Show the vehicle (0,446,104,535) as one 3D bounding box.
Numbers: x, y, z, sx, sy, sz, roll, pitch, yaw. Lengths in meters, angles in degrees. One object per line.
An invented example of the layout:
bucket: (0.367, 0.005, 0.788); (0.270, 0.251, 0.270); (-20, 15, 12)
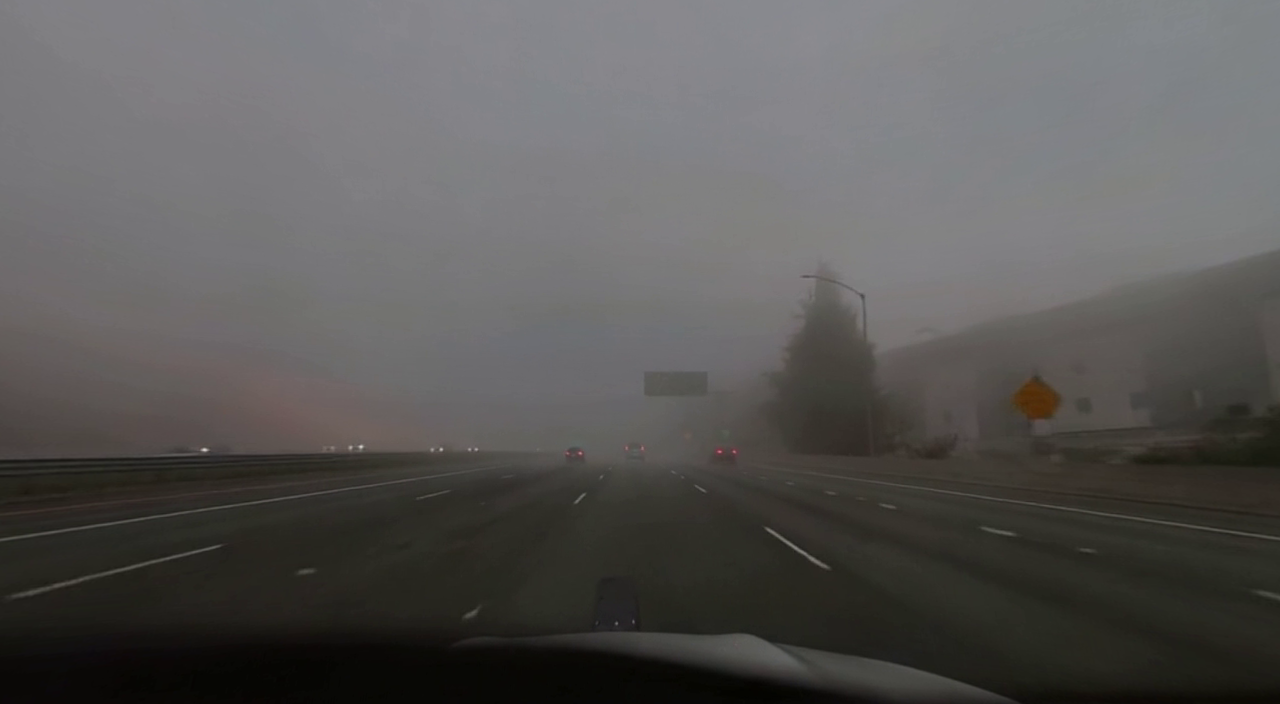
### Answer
vehicle: (-11.219, 2.173, 9.687); (1.983, 1.381, 4.464); (-1, -8, 2)
